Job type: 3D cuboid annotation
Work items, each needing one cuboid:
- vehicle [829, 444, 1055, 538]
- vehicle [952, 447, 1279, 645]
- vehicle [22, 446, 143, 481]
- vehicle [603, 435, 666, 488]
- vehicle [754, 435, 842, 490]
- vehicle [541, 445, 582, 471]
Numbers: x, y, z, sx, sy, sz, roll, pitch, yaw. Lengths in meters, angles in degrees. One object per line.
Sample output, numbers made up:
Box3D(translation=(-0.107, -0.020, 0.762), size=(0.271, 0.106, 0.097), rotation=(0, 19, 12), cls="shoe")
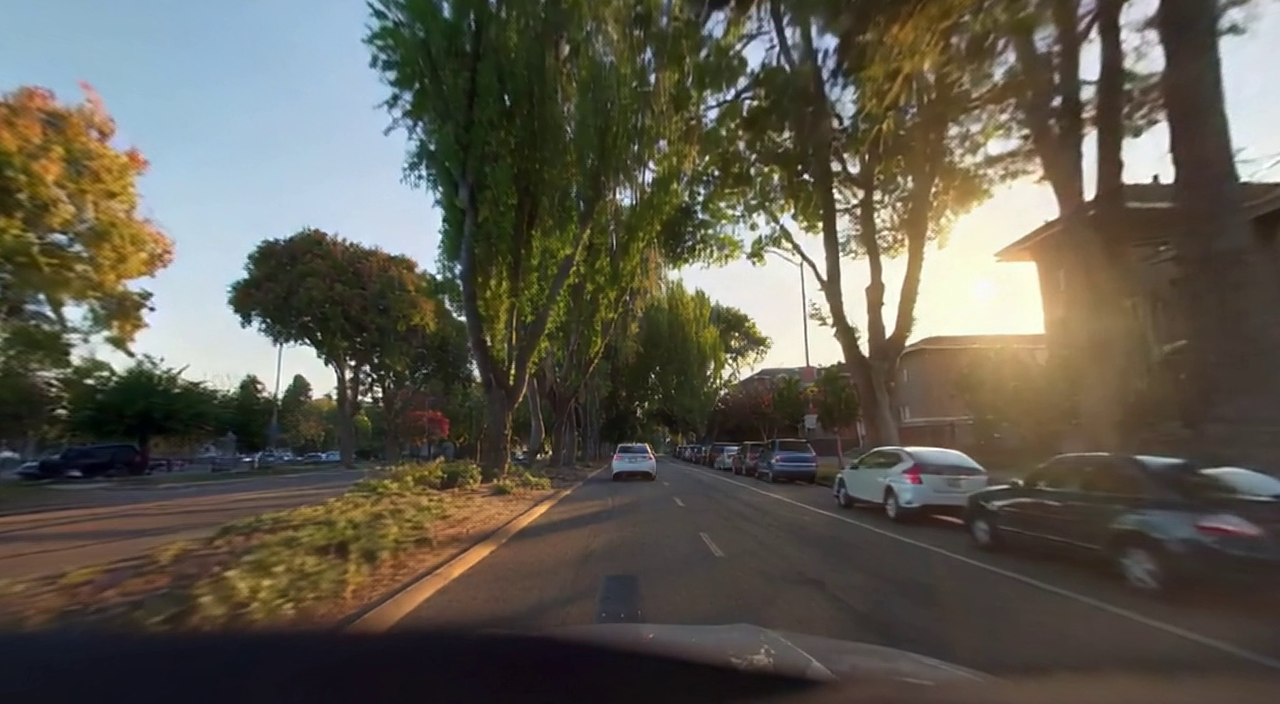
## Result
Box3D(translation=(5.544, 2.582, 12.471), size=(2.022, 1.484, 4.612), rotation=(0, -9, -2), cls="vehicle")
Box3D(translation=(5.778, 1.823, 7.074), size=(1.903, 1.491, 4.999), rotation=(0, -9, -2), cls="vehicle")
Box3D(translation=(-34.508, 6.906, 39.242), size=(5.329, 2.013, 2.242), rotation=(0, -9, 1), cls="vehicle")
Box3D(translation=(-0.236, 3.923, 22.889), size=(2.070, 1.698, 3.925), rotation=(0, -9, -1), cls="vehicle")
Box3D(translation=(5.814, 4.117, 23.859), size=(2.139, 1.872, 4.585), rotation=(0, -9, 1), cls="vehicle")
Box3D(translation=(-4.775, 6.550, 39.191), size=(2.105, 1.474, 4.808), rotation=(0, -9, -2), cls="vehicle")
